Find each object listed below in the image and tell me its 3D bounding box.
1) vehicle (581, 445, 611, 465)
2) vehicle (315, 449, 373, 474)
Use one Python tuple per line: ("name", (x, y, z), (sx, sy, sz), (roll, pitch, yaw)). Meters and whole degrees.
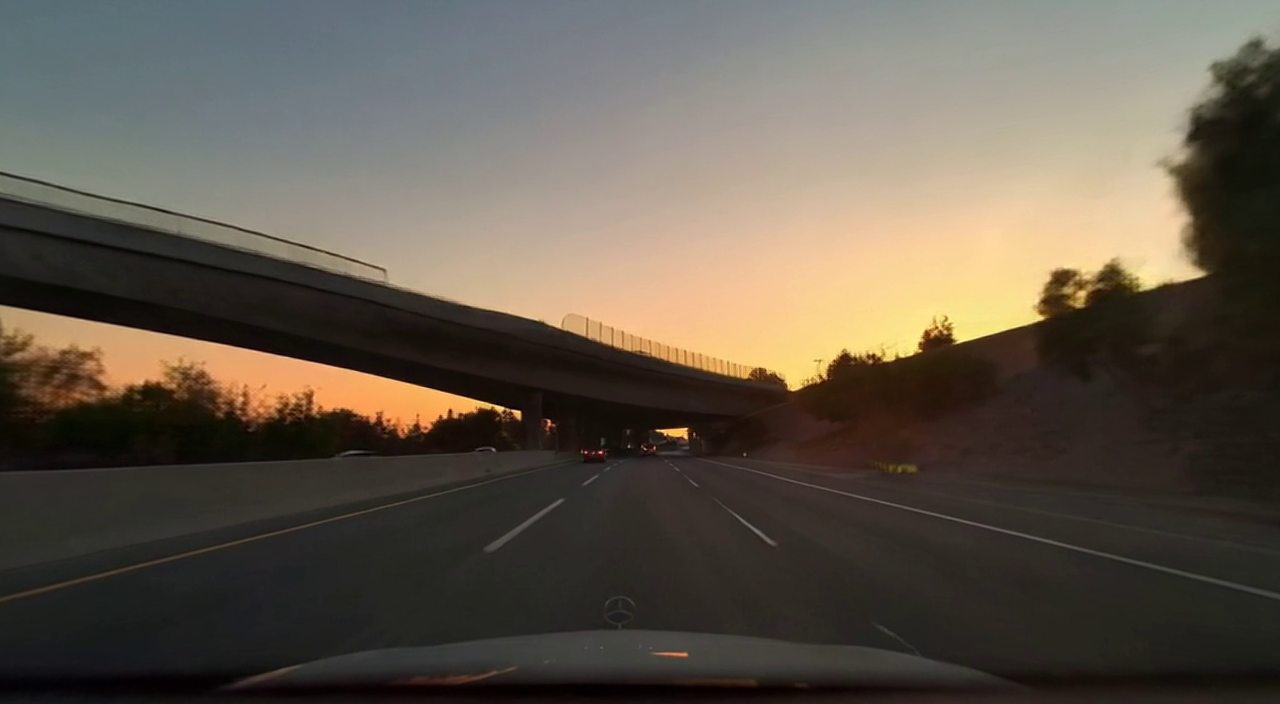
("vehicle", (-3.409, 8.048, 49.210), (2.001, 1.521, 3.900), (-1, -9, 1))
("vehicle", (-20.172, 7.466, 43.039), (1.775, 1.523, 4.403), (0, -8, 1))
